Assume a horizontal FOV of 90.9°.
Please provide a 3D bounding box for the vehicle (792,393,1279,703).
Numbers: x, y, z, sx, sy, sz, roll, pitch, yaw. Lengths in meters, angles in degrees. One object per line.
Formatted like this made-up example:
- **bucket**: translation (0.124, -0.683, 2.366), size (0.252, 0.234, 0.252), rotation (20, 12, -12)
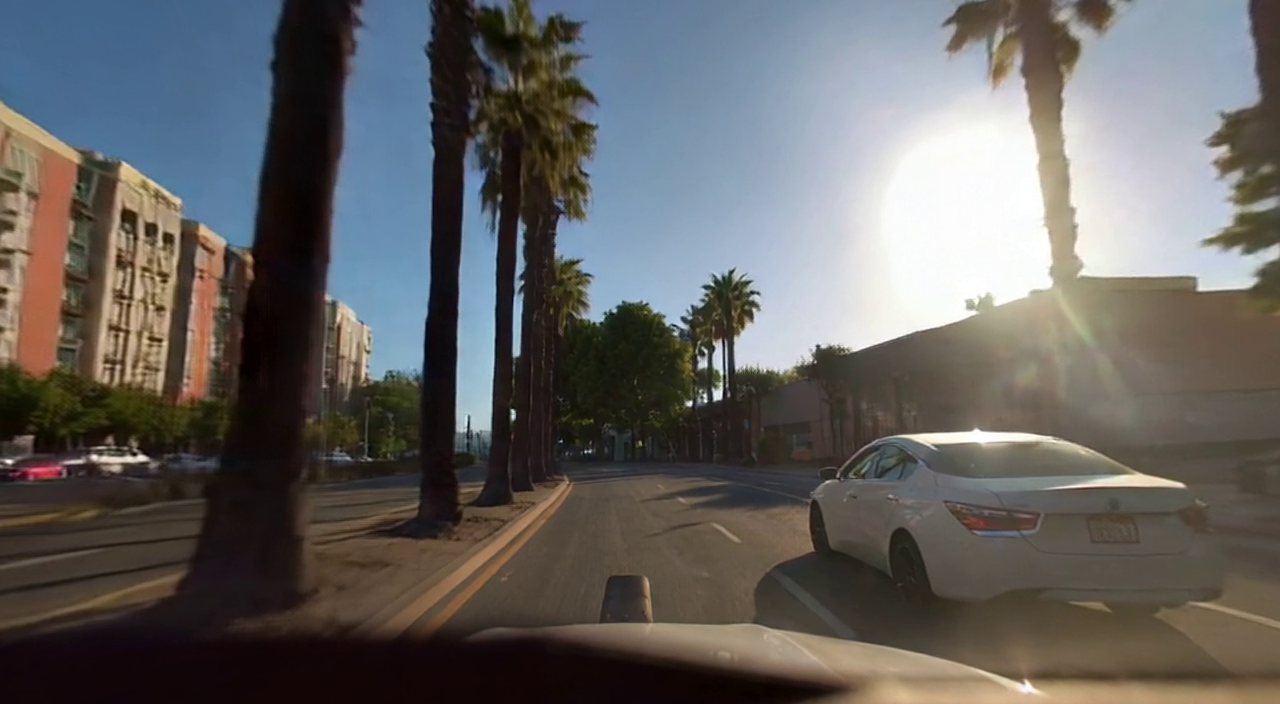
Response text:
- **vehicle**: translation (2.816, 1.326, 5.392), size (1.867, 1.554, 4.301), rotation (-1, -9, -1)
